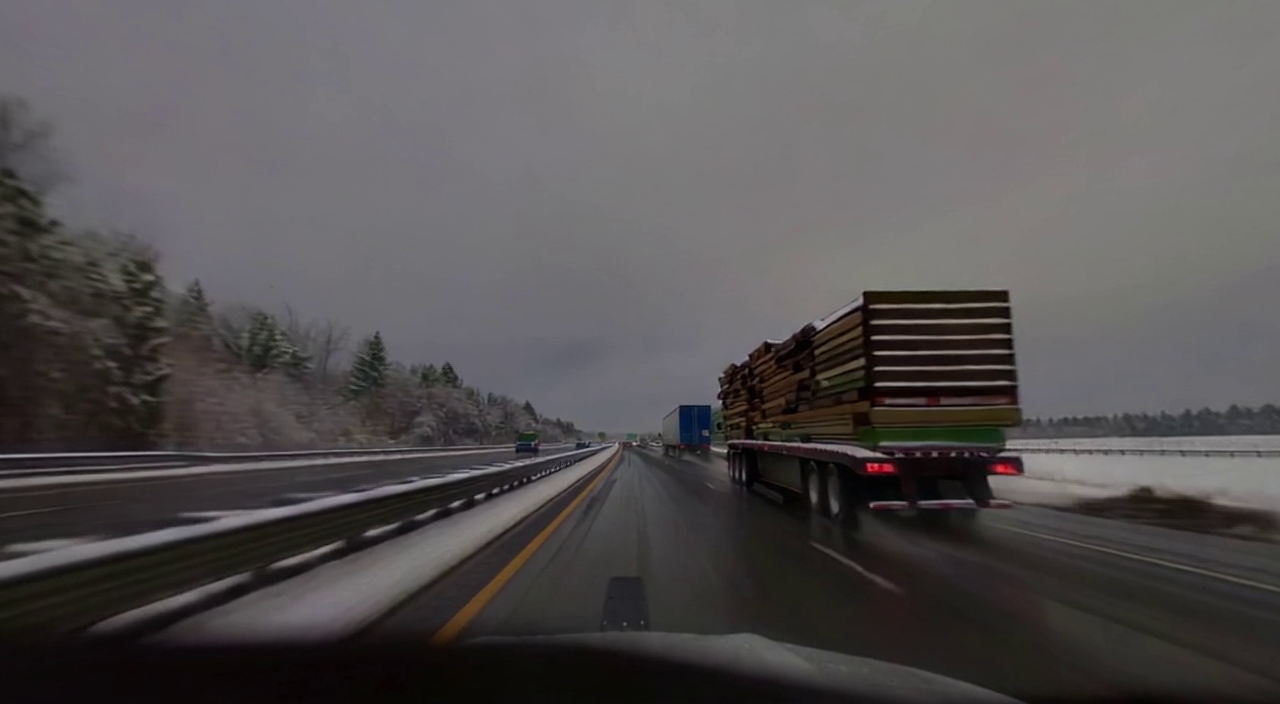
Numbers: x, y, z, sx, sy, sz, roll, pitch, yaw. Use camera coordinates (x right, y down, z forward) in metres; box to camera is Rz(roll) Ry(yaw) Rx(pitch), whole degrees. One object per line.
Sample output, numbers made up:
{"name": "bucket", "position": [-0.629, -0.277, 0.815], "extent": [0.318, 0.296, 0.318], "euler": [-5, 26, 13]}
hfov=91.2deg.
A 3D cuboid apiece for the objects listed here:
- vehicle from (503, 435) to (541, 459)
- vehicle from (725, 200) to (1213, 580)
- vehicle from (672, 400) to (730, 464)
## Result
{"name": "vehicle", "position": [-8.813, 7.150, 47.223], "extent": [1.952, 1.647, 4.249], "euler": [0, -8, 1]}
{"name": "vehicle", "position": [4.390, 1.229, 13.620], "extent": [3.024, 4.065, 13.796], "euler": [-1, -7, 0]}
{"name": "vehicle", "position": [4.274, 6.232, 48.338], "extent": [3.023, 4.054, 16.882], "euler": [0, -8, 1]}
